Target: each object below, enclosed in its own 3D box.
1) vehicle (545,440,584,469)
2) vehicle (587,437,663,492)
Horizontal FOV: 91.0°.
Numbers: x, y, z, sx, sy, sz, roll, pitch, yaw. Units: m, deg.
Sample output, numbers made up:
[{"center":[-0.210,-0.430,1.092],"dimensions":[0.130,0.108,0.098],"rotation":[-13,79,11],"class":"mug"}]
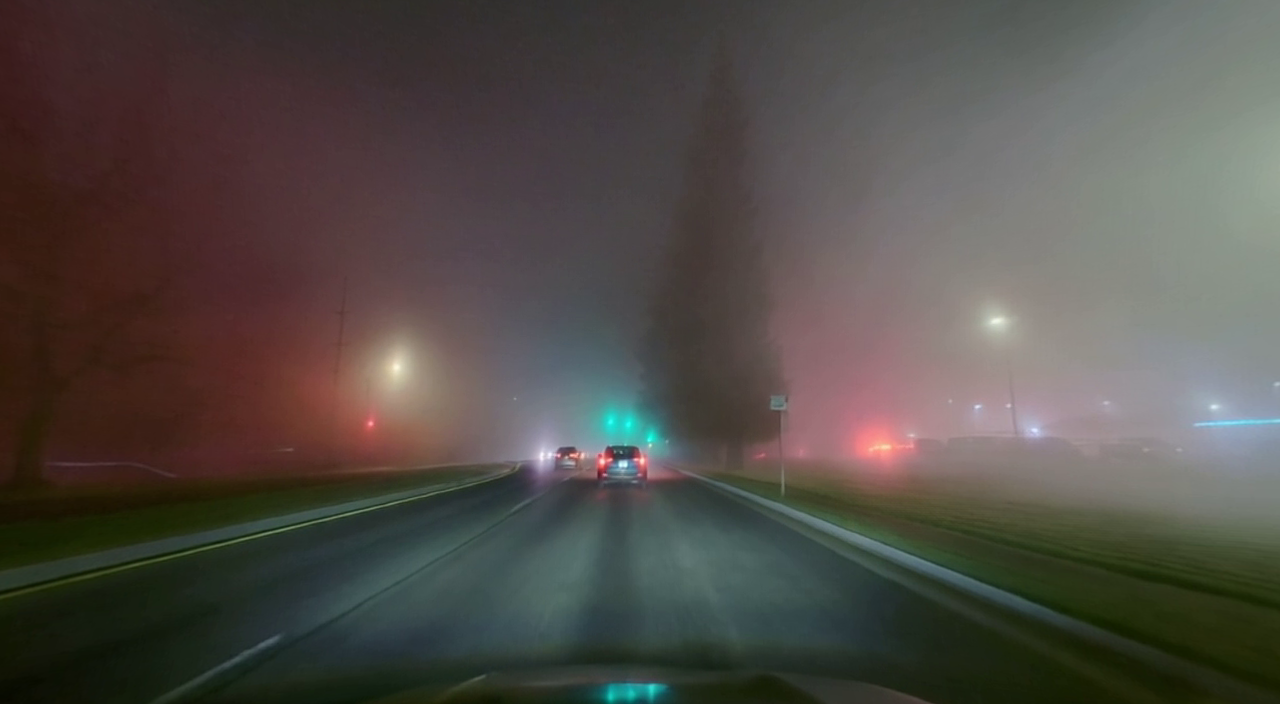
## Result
[{"center":[-4.948,6.773,41.816],"dimensions":[2.189,1.776,4.342],"rotation":[0,-9,-1],"class":"vehicle"},{"center":[-0.514,3.706,21.063],"dimensions":[2.235,1.597,4.918],"rotation":[0,-9,-2],"class":"vehicle"}]
